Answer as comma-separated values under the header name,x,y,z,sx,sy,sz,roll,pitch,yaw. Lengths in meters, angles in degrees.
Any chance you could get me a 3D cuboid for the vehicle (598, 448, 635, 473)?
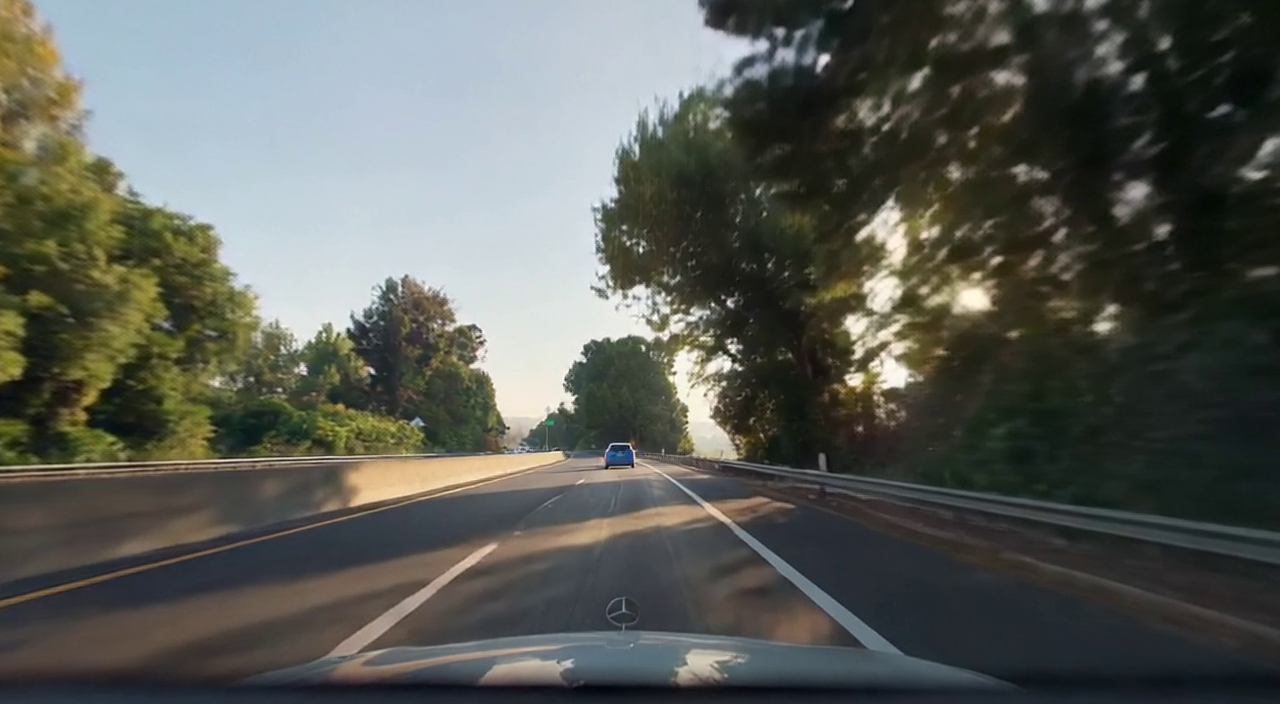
name,x,y,z,sx,sy,sz,roll,pitch,yaw
vehicle,-1.380,6.543,38.309,2.126,1.411,4.433,0,-9,0
